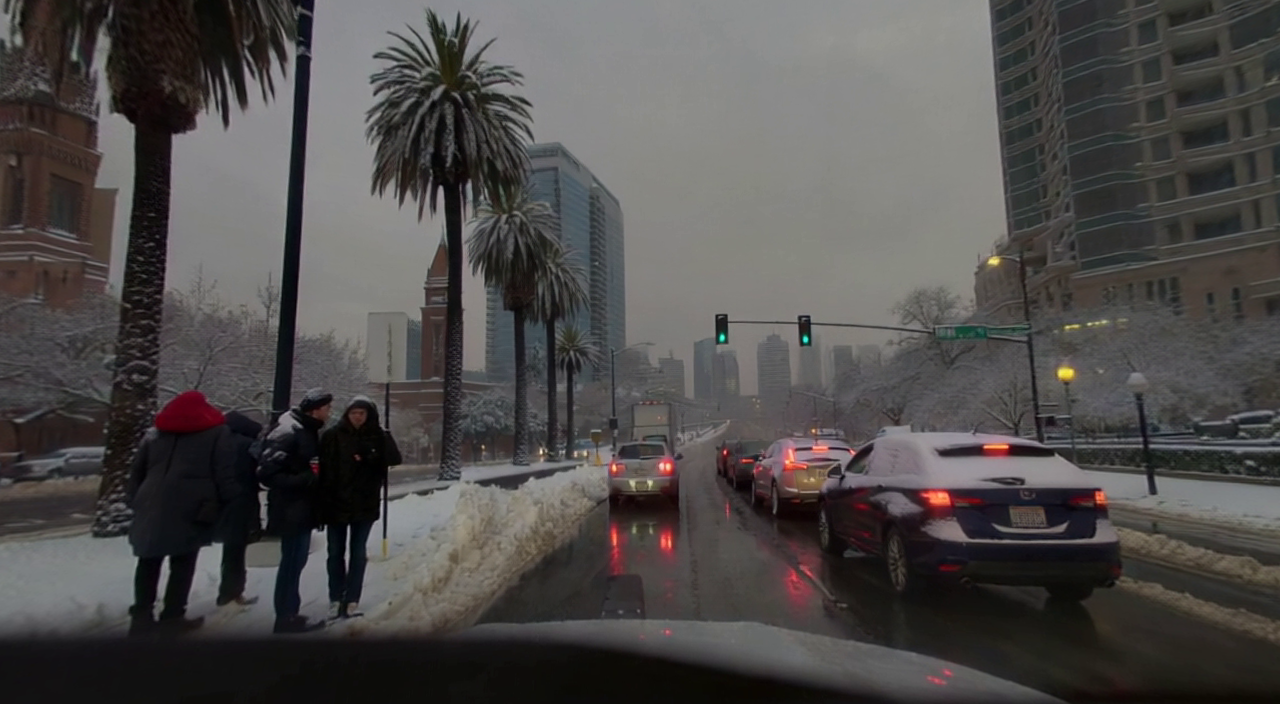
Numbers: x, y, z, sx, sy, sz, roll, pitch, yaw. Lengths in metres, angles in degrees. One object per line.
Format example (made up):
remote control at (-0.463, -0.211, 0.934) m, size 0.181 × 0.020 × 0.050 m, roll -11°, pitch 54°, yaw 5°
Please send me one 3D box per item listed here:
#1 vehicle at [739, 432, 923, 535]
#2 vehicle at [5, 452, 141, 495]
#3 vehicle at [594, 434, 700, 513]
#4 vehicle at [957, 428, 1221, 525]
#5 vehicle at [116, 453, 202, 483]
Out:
vehicle at (3.122, 2.245, 11.367) m, size 1.913 × 1.469 × 4.425 m, roll 0°, pitch -9°, yaw 0°
vehicle at (-26.699, 5.711, 29.925) m, size 2.105 × 1.793 × 4.812 m, roll 0°, pitch -9°, yaw -3°
vehicle at (0.164, 2.616, 14.010) m, size 2.048 × 1.503 × 3.681 m, roll 0°, pitch -9°, yaw 1°
vehicle at (8.174, 2.280, 12.095) m, size 1.859 × 1.508 × 4.259 m, roll 0°, pitch -9°, yaw -1°
vehicle at (-30.448, 7.340, 40.035) m, size 1.946 × 1.696 × 4.595 m, roll 0°, pitch -9°, yaw -2°
